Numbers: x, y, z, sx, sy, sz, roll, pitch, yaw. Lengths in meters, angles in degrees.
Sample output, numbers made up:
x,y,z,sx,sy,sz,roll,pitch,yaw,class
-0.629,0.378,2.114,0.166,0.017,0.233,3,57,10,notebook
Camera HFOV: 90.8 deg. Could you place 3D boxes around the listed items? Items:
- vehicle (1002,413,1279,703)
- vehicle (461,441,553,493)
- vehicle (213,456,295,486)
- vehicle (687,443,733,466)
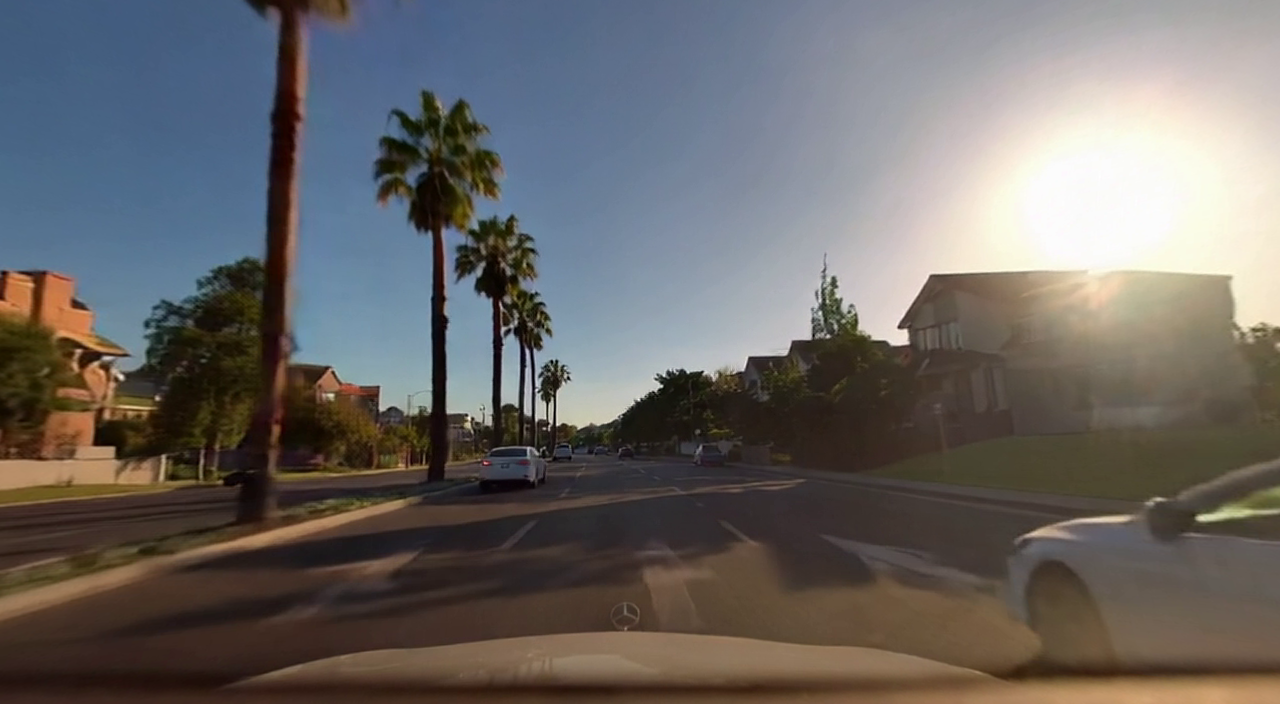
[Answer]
x,y,z,sx,sy,sz,roll,pitch,yaw,class
3.074,0.771,1.124,1.941,1.424,4.720,0,-9,-2,vehicle
-4.153,3.697,20.604,2.108,1.475,4.555,0,-9,-1,vehicle
-22.568,6.971,37.227,2.191,1.482,4.661,-2,-9,-4,vehicle
4.998,7.472,46.151,2.169,1.559,5.849,1,-9,-5,vehicle
